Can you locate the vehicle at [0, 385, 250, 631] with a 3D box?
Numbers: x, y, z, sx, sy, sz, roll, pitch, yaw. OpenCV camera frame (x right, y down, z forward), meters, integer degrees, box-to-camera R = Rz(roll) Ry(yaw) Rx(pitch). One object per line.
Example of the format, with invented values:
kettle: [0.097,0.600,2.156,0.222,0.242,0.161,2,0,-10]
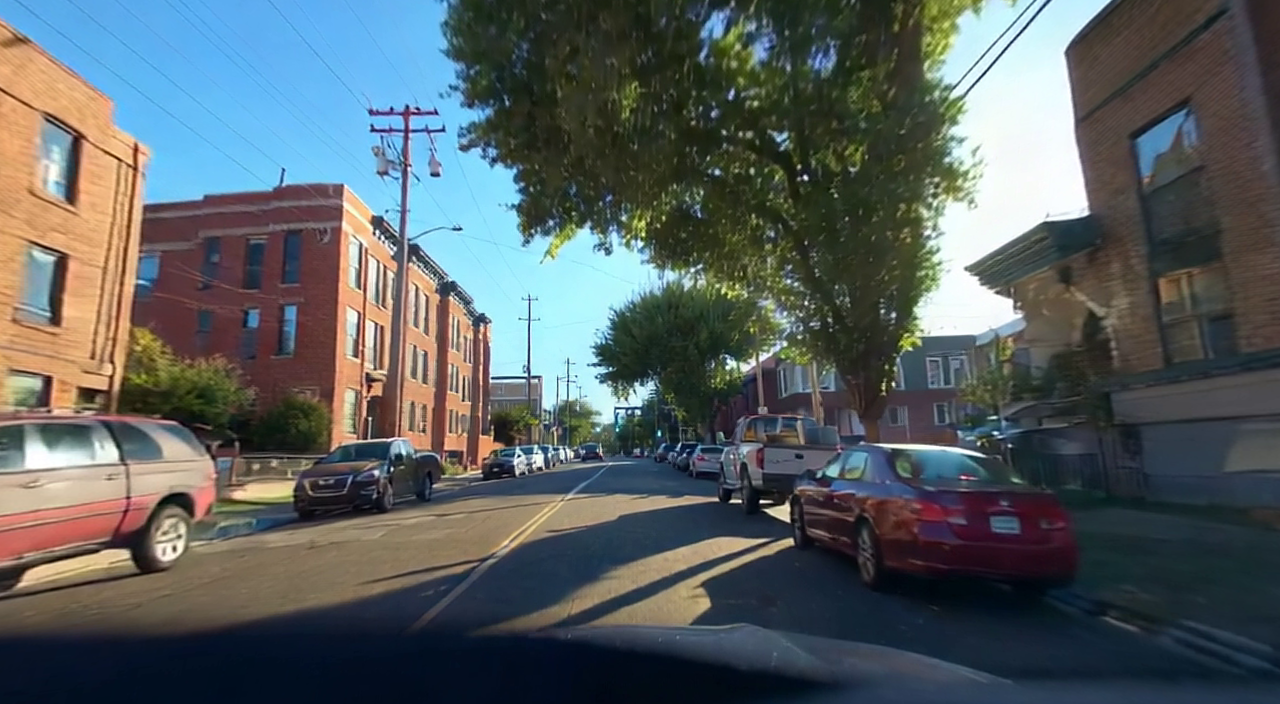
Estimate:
vehicle: [-6.694,1.435,6.012,2.235,2.119,6.061,0,-8,-2]

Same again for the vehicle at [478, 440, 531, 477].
vehicle: [-7.019,5.563,33.292,1.930,1.756,4.955,0,-8,-3]

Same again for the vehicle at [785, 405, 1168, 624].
vehicle: [3.086,1.550,6.974,1.896,1.675,4.000,0,-8,-2]

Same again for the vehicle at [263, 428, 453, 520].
vehicle: [-6.789,2.990,16.204,2.259,1.899,5.643,0,-8,0]

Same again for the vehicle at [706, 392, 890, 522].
vehicle: [3.027,2.229,13.841,2.480,2.230,5.704,0,-8,-1]

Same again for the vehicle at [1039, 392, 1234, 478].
vehicle: [14.868,2.536,19.125,4.234,1.965,2.025,7,-9,2]
